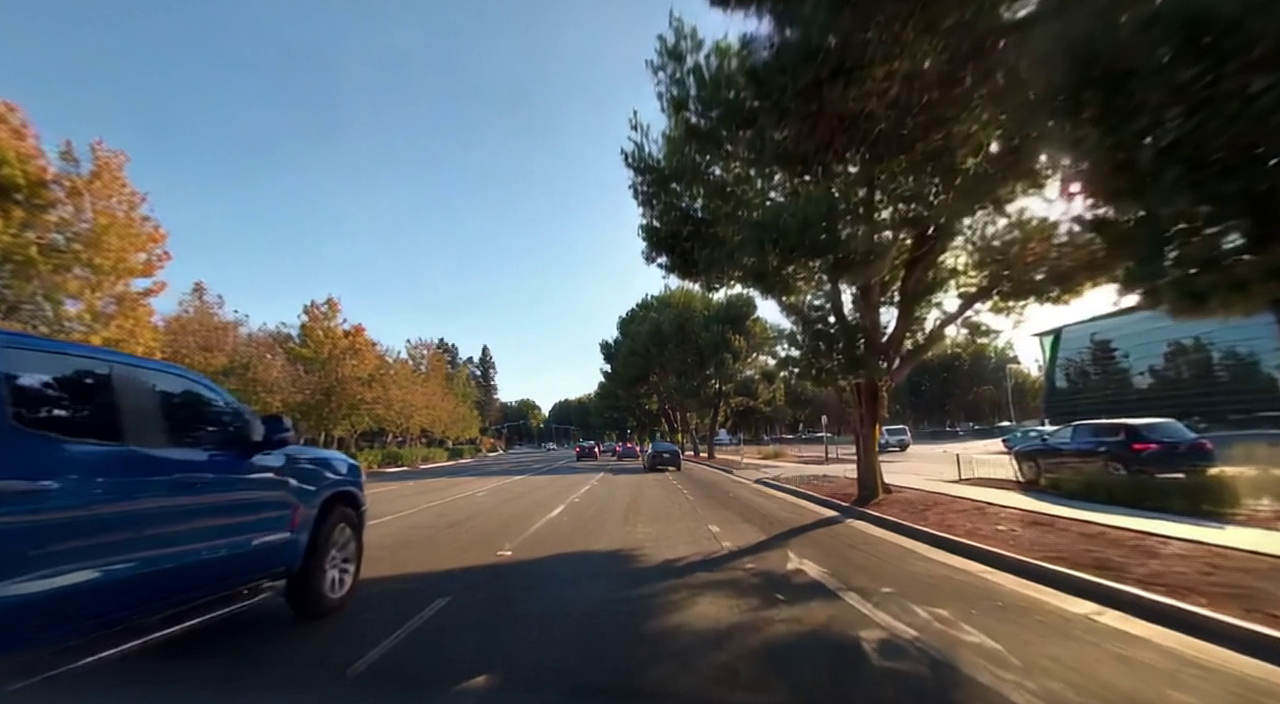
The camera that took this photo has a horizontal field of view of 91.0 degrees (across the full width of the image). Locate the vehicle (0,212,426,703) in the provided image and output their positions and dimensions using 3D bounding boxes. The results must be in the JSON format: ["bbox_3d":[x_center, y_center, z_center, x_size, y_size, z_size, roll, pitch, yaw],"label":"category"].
[{"bbox_3d":[-3.116,0.656,2.256,2.512,1.992,5.725,0,-9,2],"label":"vehicle"}]

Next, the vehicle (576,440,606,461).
[{"bbox_3d":[-3.498,7.098,45.475,2.018,1.458,4.350,0,-9,-2],"label":"vehicle"}]

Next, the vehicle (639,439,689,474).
[{"bbox_3d":[1.063,4.916,29.849,2.142,1.528,4.133,0,-9,-1],"label":"vehicle"}]

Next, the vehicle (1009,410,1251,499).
[{"bbox_3d":[12.078,2.596,16.140,2.131,1.909,4.927,0,-9,-1],"label":"vehicle"}]
